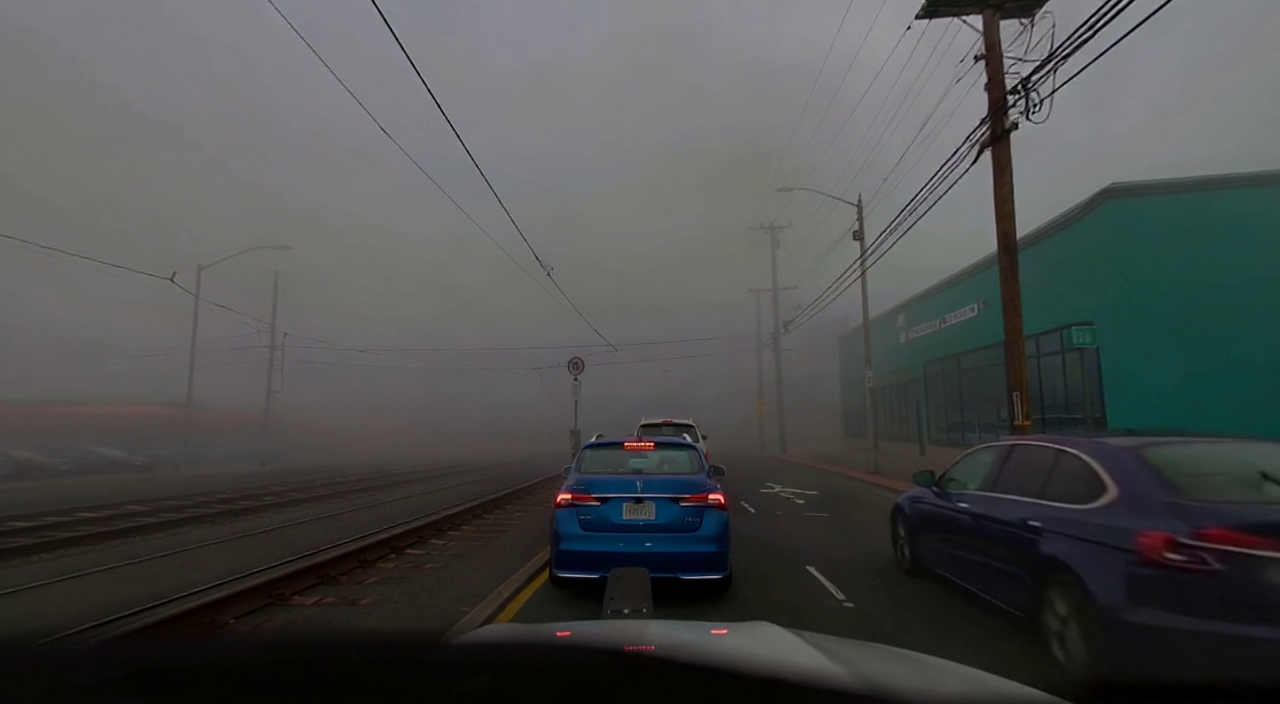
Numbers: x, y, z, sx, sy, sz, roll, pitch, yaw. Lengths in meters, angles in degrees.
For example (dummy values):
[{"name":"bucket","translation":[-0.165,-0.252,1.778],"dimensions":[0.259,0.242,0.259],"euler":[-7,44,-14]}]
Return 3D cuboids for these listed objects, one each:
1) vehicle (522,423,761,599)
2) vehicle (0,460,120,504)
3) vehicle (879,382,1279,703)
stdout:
[{"name":"vehicle","translation":[0.096,1.702,7.608],"dimensions":[2.090,1.518,4.033],"euler":[-1,-9,3]},{"name":"vehicle","translation":[-21.931,4.677,22.838],"dimensions":[4.566,1.453,1.935],"euler":[-1,-9,5]},{"name":"vehicle","translation":[3.203,1.147,4.122],"dimensions":[1.948,1.490,4.405],"euler":[-1,-9,6]}]
